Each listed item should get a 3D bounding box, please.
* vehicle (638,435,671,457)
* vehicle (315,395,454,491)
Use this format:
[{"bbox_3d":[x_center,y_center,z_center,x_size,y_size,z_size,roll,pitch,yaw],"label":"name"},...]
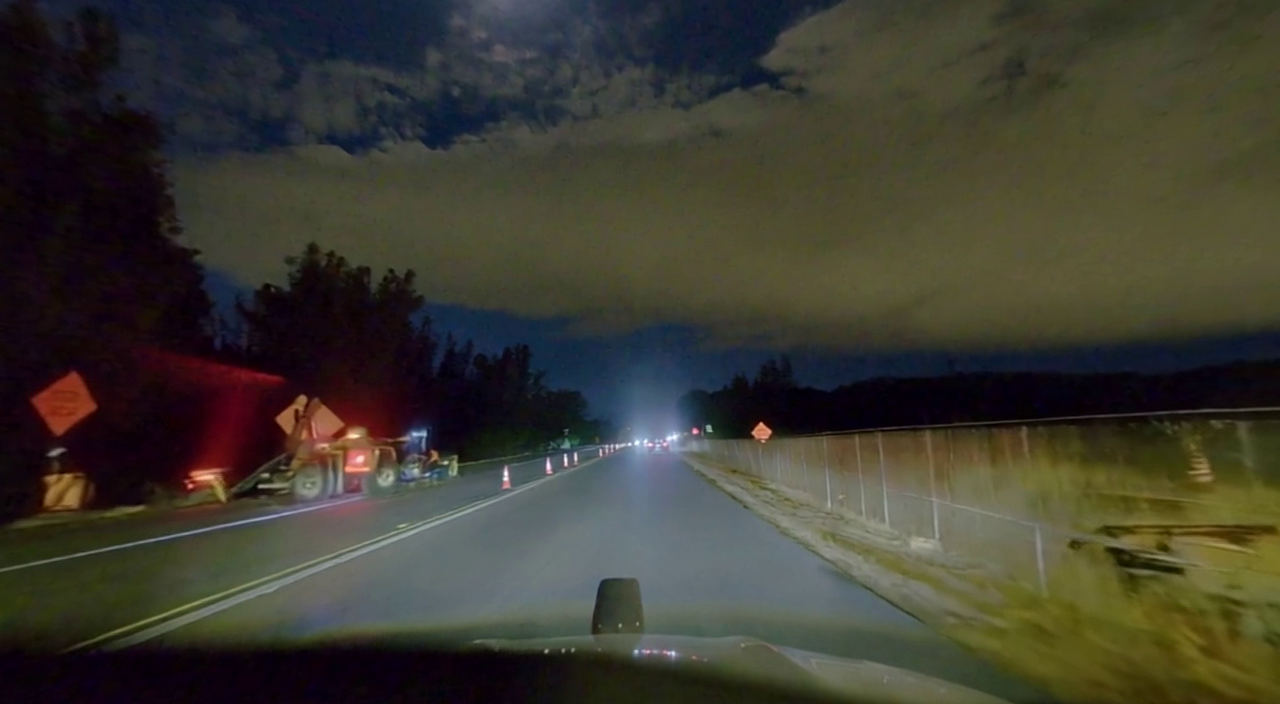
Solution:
[{"bbox_3d":[0.985,6.519,43.746,2.172,1.486,3.581,0,-9,1],"label":"vehicle"},{"bbox_3d":[-7.650,2.776,19.241,3.064,2.710,2.385,-1,-9,4],"label":"vehicle"}]
